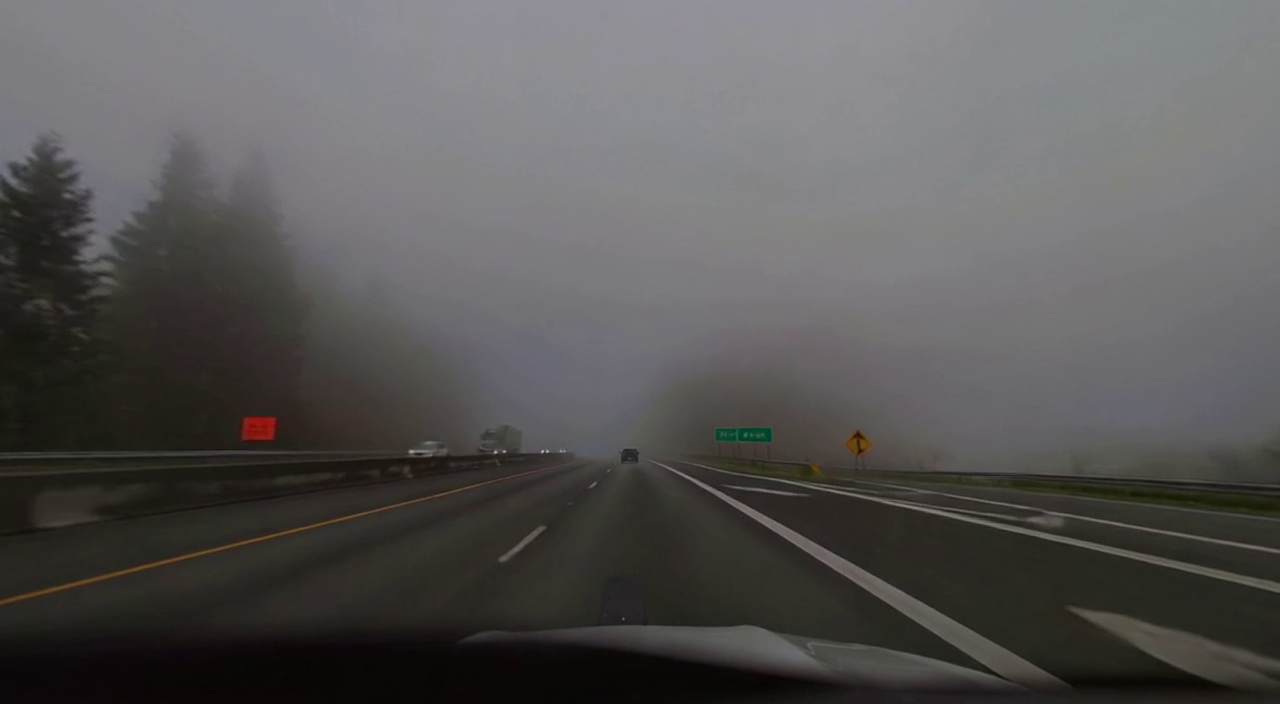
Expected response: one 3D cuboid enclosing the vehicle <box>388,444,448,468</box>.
[{"bbox_3d":[-14.026,6.573,40.065,2.181,1.415,4.576,0,-9,-1],"label":"vehicle"}]
